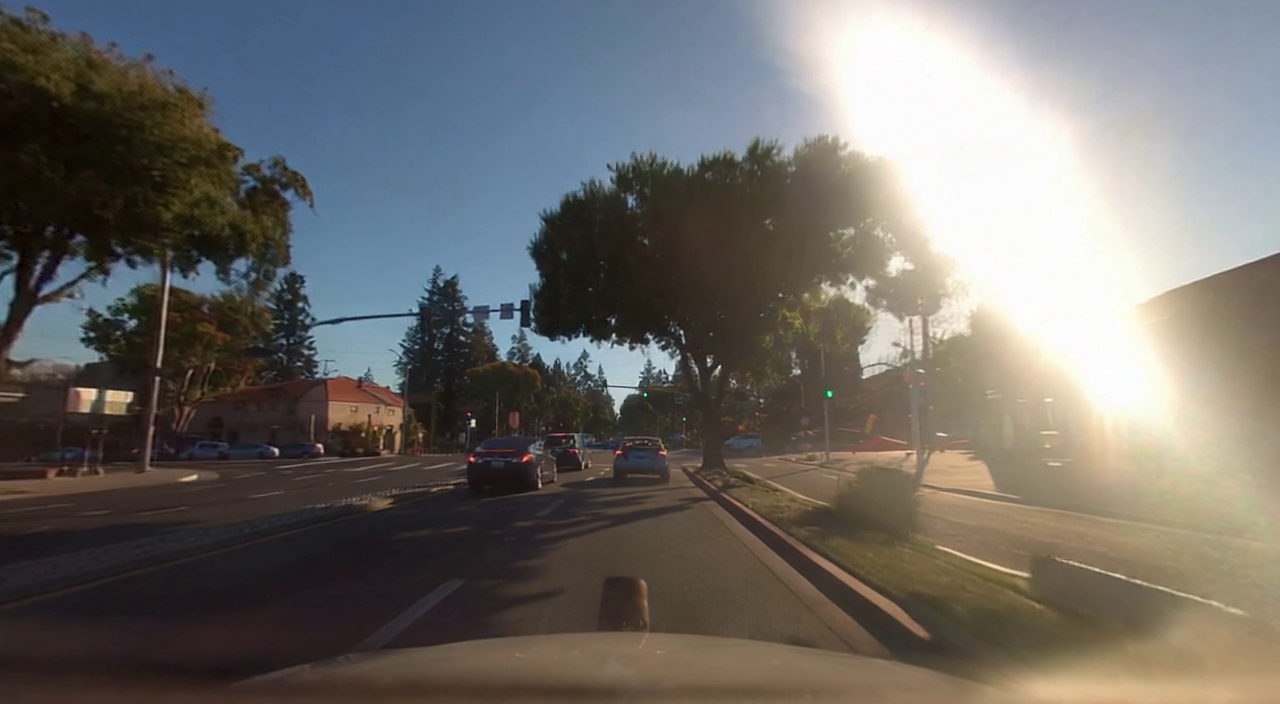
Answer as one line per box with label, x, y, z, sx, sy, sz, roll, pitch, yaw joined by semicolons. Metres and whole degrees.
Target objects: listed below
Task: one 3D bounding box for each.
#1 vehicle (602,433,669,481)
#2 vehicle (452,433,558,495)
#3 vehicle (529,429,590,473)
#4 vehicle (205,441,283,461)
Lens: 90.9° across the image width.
vehicle;-0.162;3.550;21.529;2.066;1.482;3.923;0;-8;-1
vehicle;-3.619;3.097;17.879;1.942;1.497;4.561;0;-8;1
vehicle;-3.439;4.357;27.884;2.029;1.752;4.420;0;-8;1
vehicle;-30.176;7.536;48.110;4.708;1.467;1.819;0;-8;2
